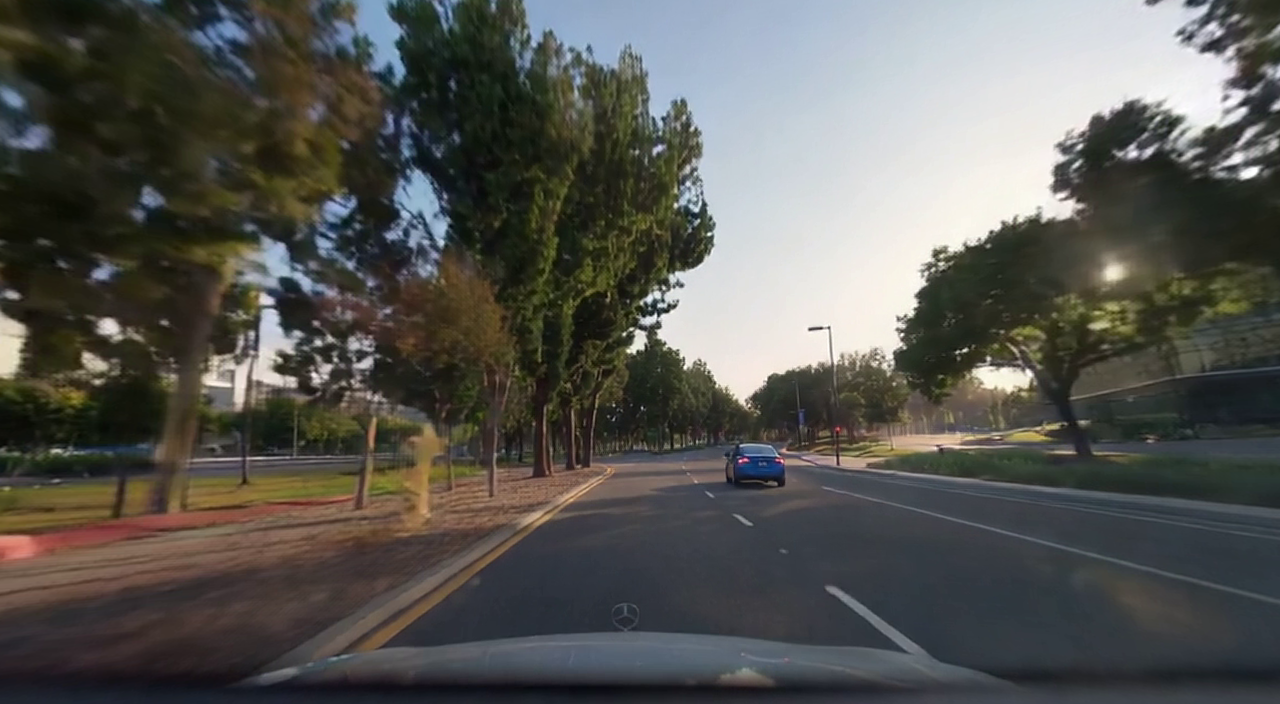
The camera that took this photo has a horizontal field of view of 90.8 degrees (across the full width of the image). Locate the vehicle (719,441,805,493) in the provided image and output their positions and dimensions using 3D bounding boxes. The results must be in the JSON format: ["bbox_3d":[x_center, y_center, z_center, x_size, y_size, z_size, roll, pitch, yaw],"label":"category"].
[{"bbox_3d":[3.846,3.700,20.690,1.928,1.481,4.453,0,-9,0],"label":"vehicle"}]
